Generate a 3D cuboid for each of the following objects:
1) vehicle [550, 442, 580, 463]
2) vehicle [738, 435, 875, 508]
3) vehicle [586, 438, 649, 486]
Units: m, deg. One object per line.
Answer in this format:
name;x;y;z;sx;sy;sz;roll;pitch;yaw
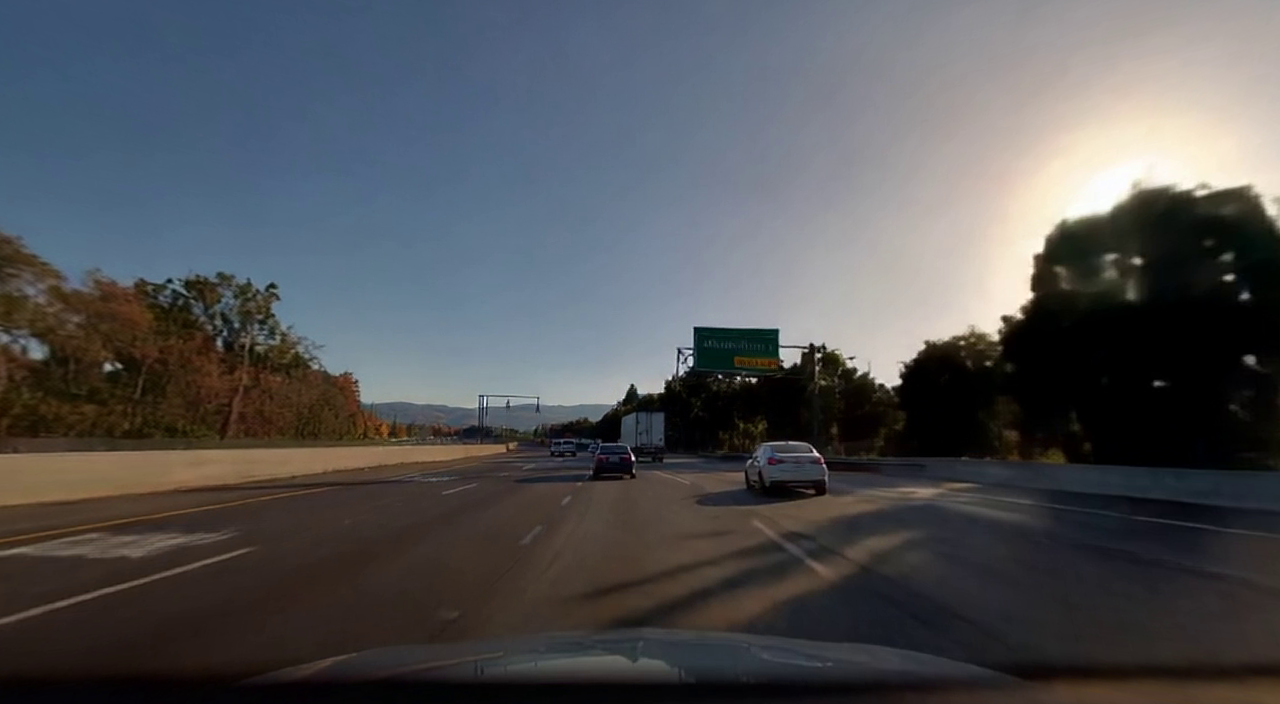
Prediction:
vehicle;-5.682;7.690;48.296;2.072;1.512;4.043;0;-9;-4
vehicle;3.754;2.774;15.115;1.971;1.472;4.301;0;-9;-2
vehicle;-0.797;3.850;22.346;2.020;1.516;3.951;0;-9;-2
